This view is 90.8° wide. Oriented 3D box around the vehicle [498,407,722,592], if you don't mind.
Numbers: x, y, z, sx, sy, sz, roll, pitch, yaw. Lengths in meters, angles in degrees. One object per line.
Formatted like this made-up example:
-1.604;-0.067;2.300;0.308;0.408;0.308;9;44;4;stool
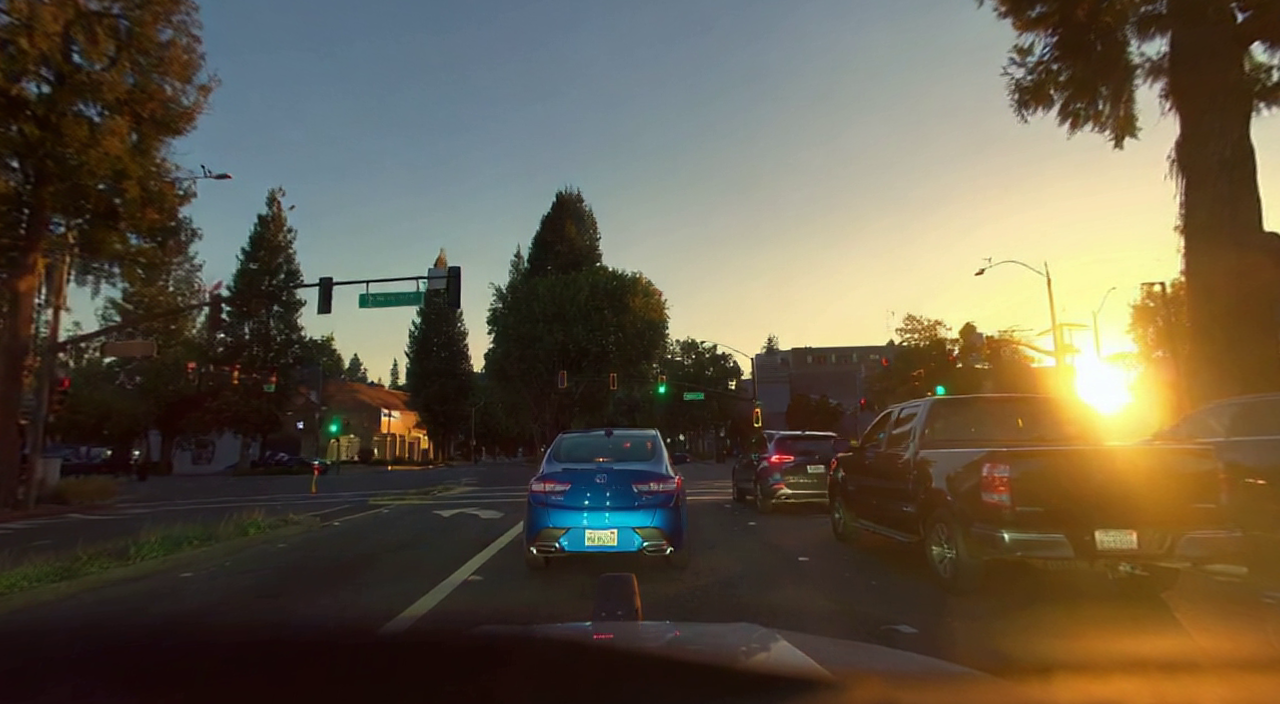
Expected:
-0.270;1.629;7.697;2.037;1.674;3.693;0;-8;0;vehicle

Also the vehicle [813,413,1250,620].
3.605;1.587;7.141;1.955;1.550;4.587;0;-8;-1;vehicle

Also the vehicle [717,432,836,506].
3.341;2.959;16.441;2.031;1.626;4.264;0;-8;-1;vehicle
